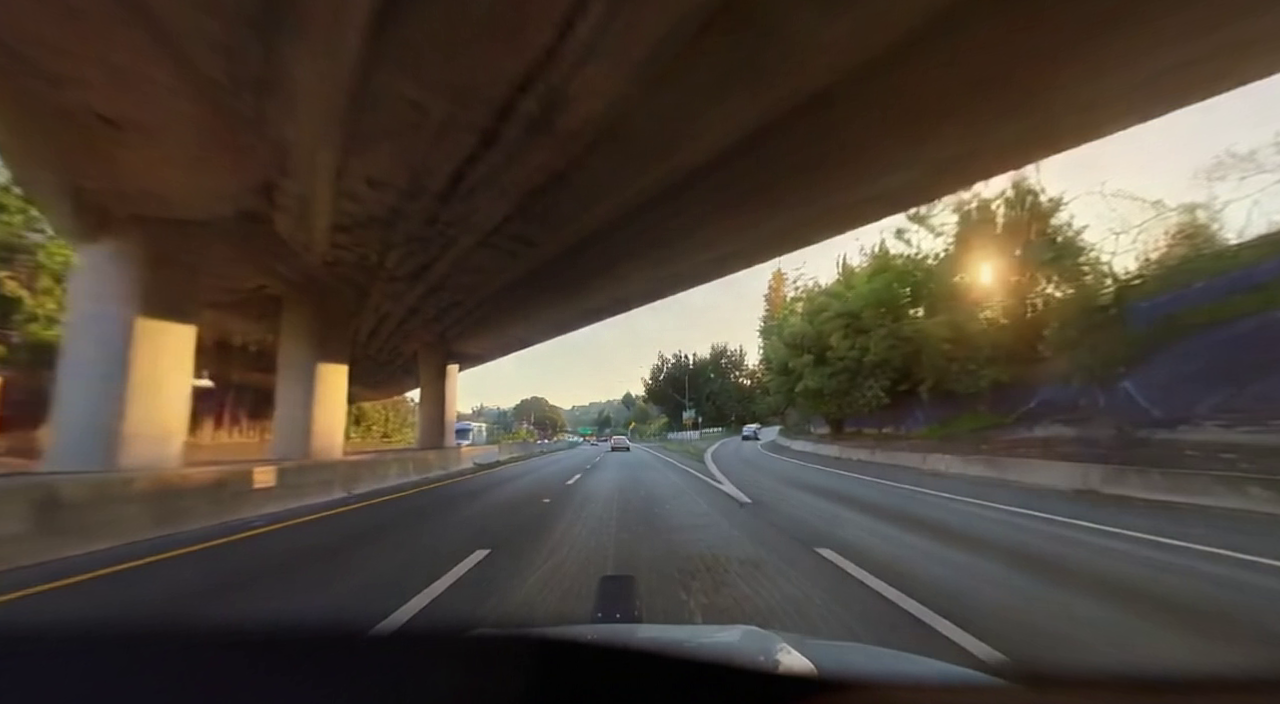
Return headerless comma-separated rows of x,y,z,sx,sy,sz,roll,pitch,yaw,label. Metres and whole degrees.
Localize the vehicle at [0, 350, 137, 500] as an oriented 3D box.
-18.419,1.655,14.592,2.869,3.964,13.316,0,-8,-1,vehicle
